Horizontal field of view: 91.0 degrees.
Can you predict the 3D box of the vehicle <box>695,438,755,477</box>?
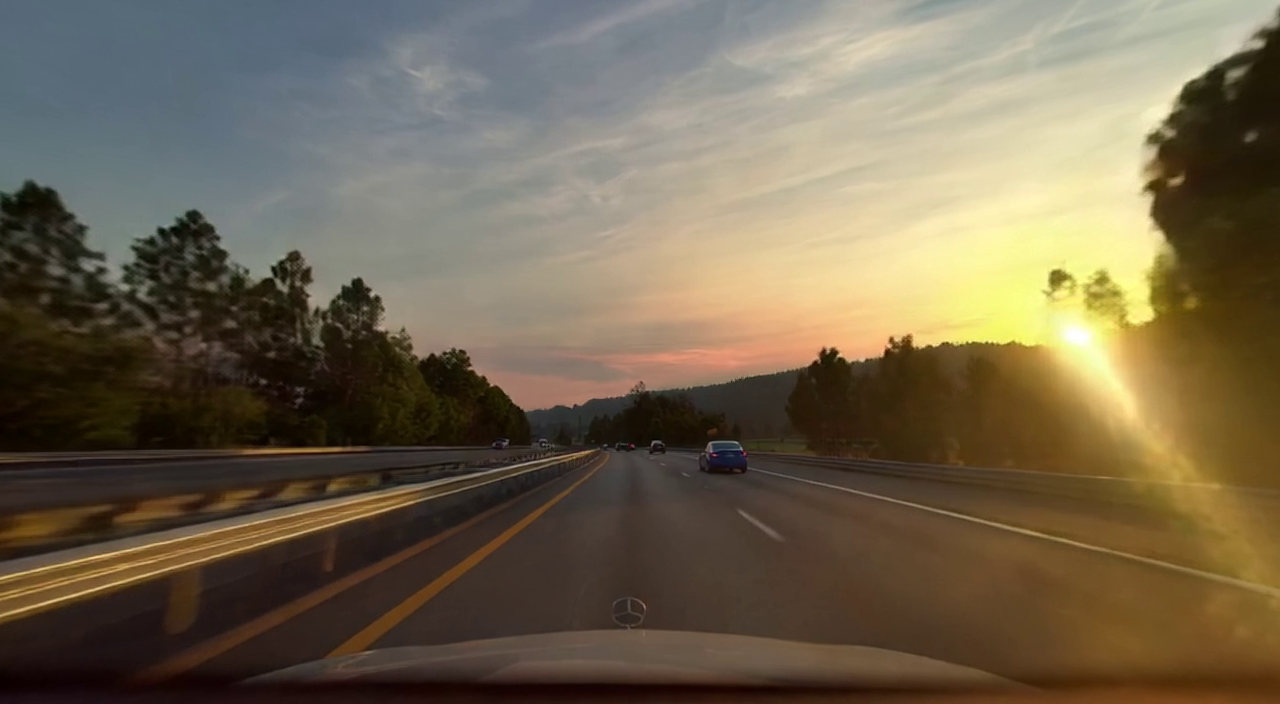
[{"bbox_3d":[3.555,4.472,26.944,1.945,1.538,3.729,0,-8,-1],"label":"vehicle"}]
